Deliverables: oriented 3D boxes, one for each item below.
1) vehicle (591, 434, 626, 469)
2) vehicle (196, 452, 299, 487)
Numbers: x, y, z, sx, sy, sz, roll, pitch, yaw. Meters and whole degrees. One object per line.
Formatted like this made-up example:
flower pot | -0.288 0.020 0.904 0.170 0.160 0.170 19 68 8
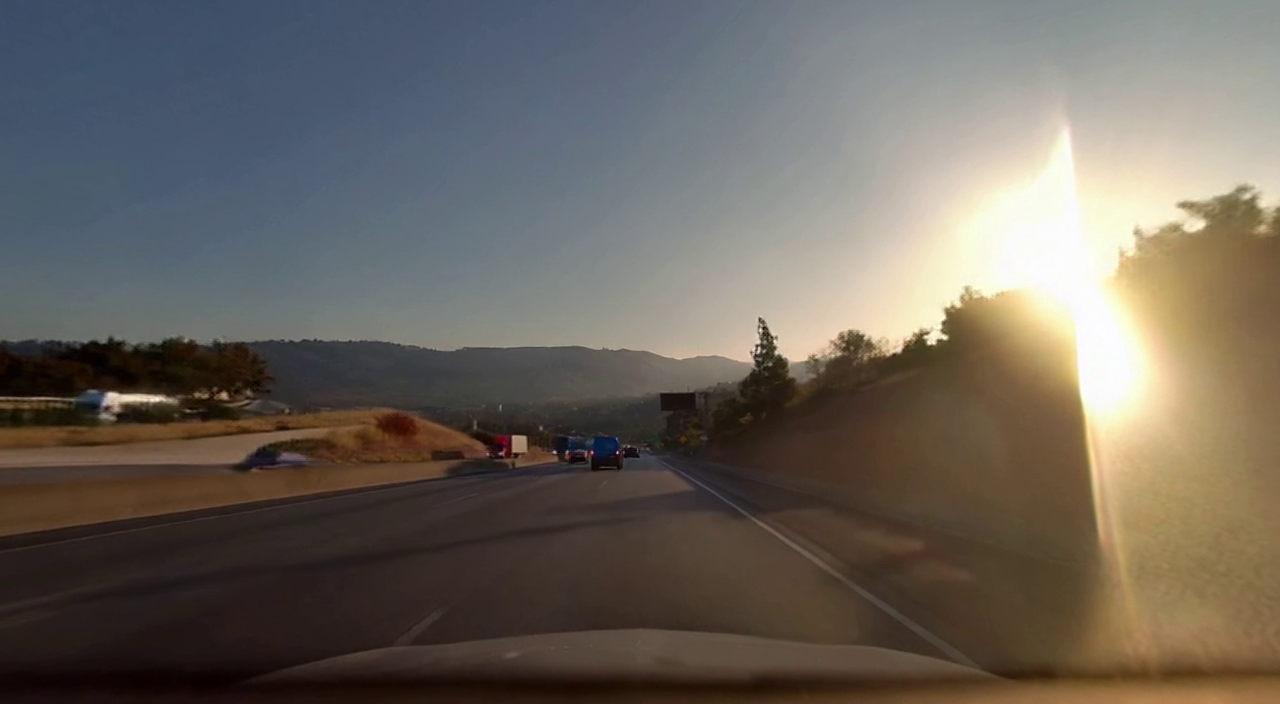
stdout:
vehicle | -2.369 7.794 49.595 2.437 2.565 5.829 0 -9 0
vehicle | -18.569 5.546 30.171 1.851 1.488 4.707 0 -9 1
